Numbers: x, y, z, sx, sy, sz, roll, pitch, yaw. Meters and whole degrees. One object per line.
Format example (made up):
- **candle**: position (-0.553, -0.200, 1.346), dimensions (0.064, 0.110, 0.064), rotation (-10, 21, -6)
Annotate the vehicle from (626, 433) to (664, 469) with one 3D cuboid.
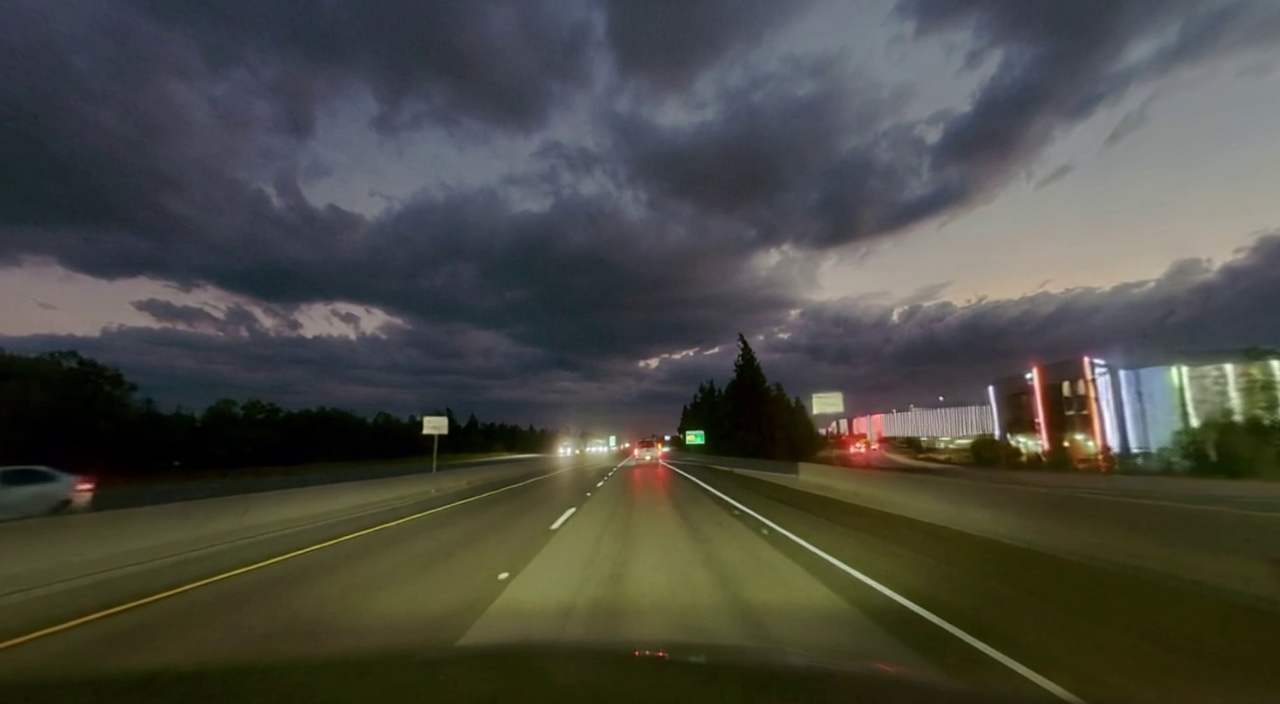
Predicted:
- **vehicle**: position (0.351, 6.385, 40.347), dimensions (2.268, 2.122, 4.595), rotation (-1, -9, 1)
